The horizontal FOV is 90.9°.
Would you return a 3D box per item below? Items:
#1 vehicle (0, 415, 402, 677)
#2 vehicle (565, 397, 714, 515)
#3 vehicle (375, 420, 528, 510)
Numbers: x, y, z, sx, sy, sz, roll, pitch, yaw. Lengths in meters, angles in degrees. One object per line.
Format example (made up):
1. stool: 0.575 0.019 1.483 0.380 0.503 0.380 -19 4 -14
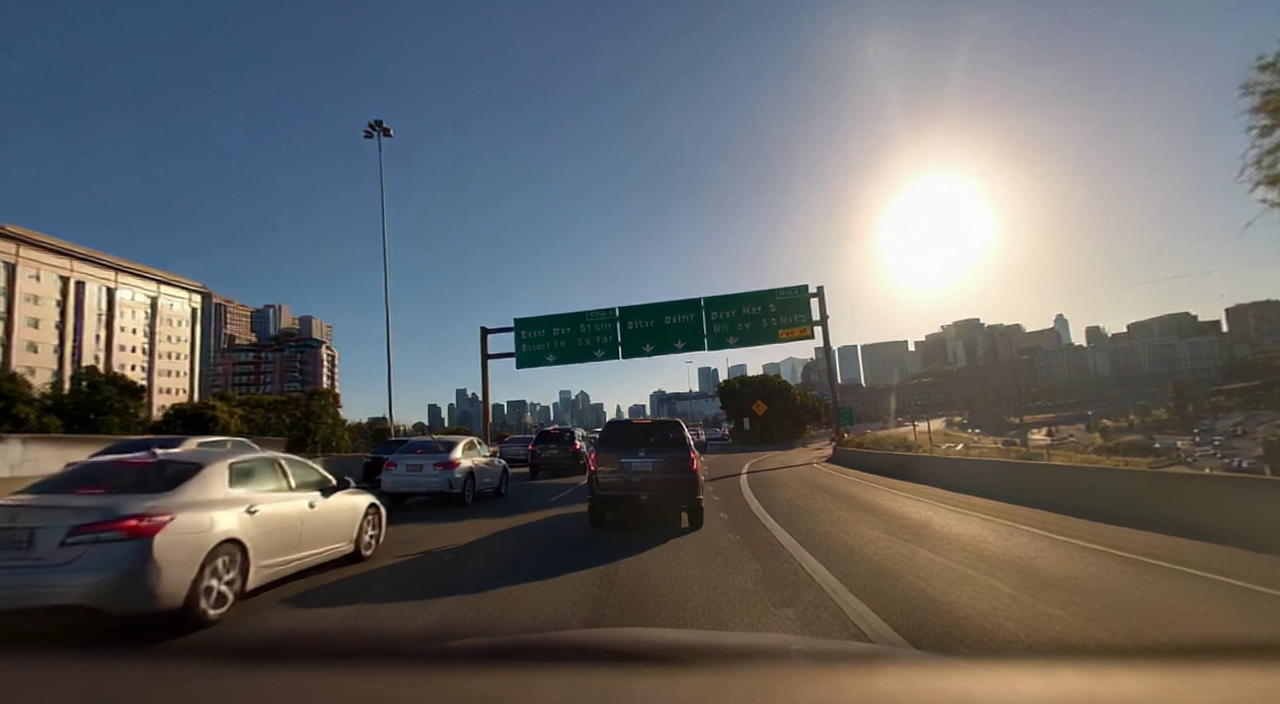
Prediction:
1. vehicle: -4.123 1.433 5.820 2.087 1.481 4.225 0 -9 2
2. vehicle: 0.072 2.280 14.156 2.616 2.063 5.933 0 -9 2
3. vehicle: -4.058 2.530 14.511 1.953 1.729 4.377 0 -9 3
